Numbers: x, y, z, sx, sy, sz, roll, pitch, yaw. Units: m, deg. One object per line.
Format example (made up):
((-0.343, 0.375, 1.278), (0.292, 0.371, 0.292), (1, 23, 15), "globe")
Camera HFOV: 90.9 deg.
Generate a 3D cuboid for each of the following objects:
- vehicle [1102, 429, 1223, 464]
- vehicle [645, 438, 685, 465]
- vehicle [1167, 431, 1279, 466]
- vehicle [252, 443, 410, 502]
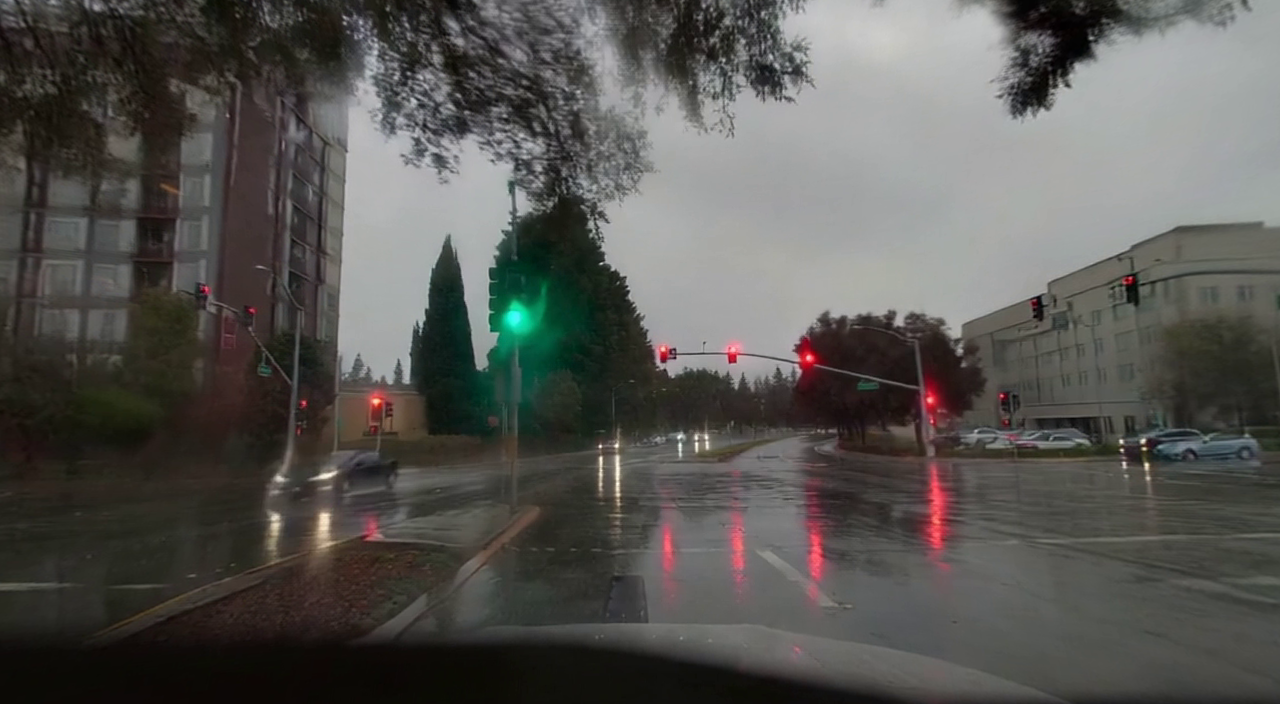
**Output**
((25.918, 4.679, 31.353), (4.441, 1.674, 2.035), (1, -8, -8), "vehicle")
((1.759, 6.771, 43.247), (2.197, 1.739, 4.177), (-2, -8, 10), "vehicle")
((26.293, 4.242, 27.876), (4.644, 1.470, 1.922), (1, -8, -10), "vehicle")
((-8.796, 3.444, 18.545), (2.002, 1.483, 4.696), (-1, -8, 5), "vehicle")
